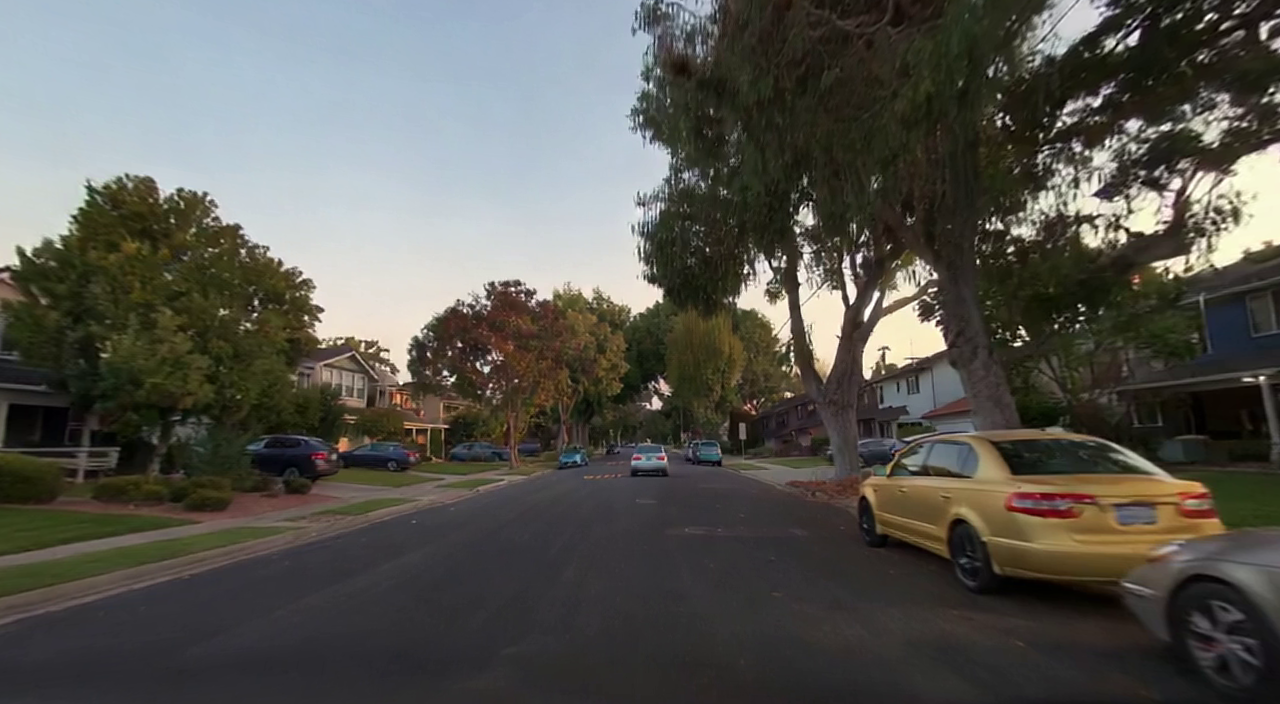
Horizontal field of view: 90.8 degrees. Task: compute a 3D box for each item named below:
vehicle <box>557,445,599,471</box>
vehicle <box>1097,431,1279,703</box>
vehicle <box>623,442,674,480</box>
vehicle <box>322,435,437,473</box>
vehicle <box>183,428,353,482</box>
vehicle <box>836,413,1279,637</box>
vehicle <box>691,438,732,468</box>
[{"bbox_3d":[-4.097,7.047,42.356,1.984,1.498,4.508,-3,-8,4],"label":"vehicle"},{"bbox_3d":[3.827,0.927,1.655,1.903,1.476,4.461,0,-8,0],"label":"vehicle"},{"bbox_3d":[0.410,4.538,26.502,2.000,1.449,4.006,0,-8,2],"label":"vehicle"},{"bbox_3d":[-12.252,4.794,29.876,4.551,1.700,1.920,-1,-8,4],"label":"vehicle"},{"bbox_3d":[-12.491,3.469,21.452,4.510,1.728,1.997,-1,-8,3],"label":"vehicle"},{"bbox_3d":[4.002,1.646,7.148,2.048,1.671,4.649,0,-8,0],"label":"vehicle"},{"bbox_3d":[4.877,6.980,43.916,2.221,1.960,4.927,0,-8,0],"label":"vehicle"}]
